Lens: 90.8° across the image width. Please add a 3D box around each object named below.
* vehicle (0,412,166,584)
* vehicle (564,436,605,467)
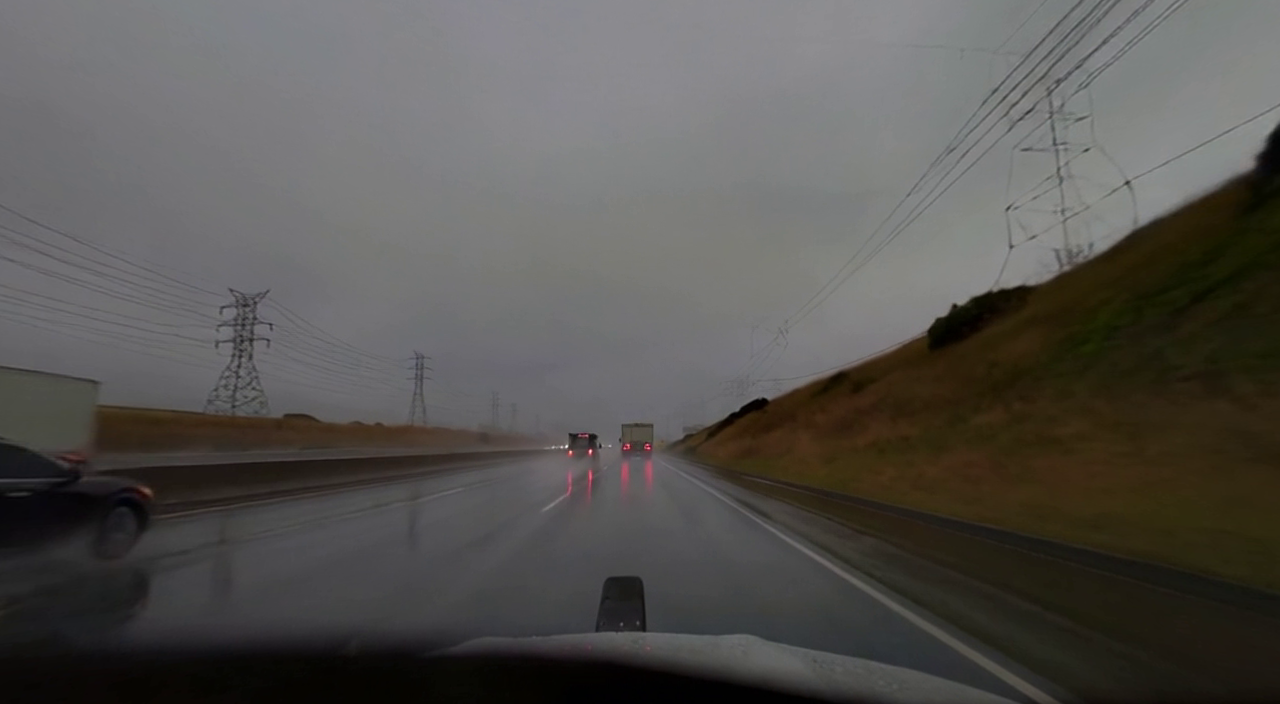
[{"bbox_3d":[-6.908,1.288,5.421,2.066,1.558,4.607,0,-9,0],"label":"vehicle"},{"bbox_3d":[-3.646,6.664,42.221,2.207,1.949,4.911,0,-9,1],"label":"vehicle"}]
